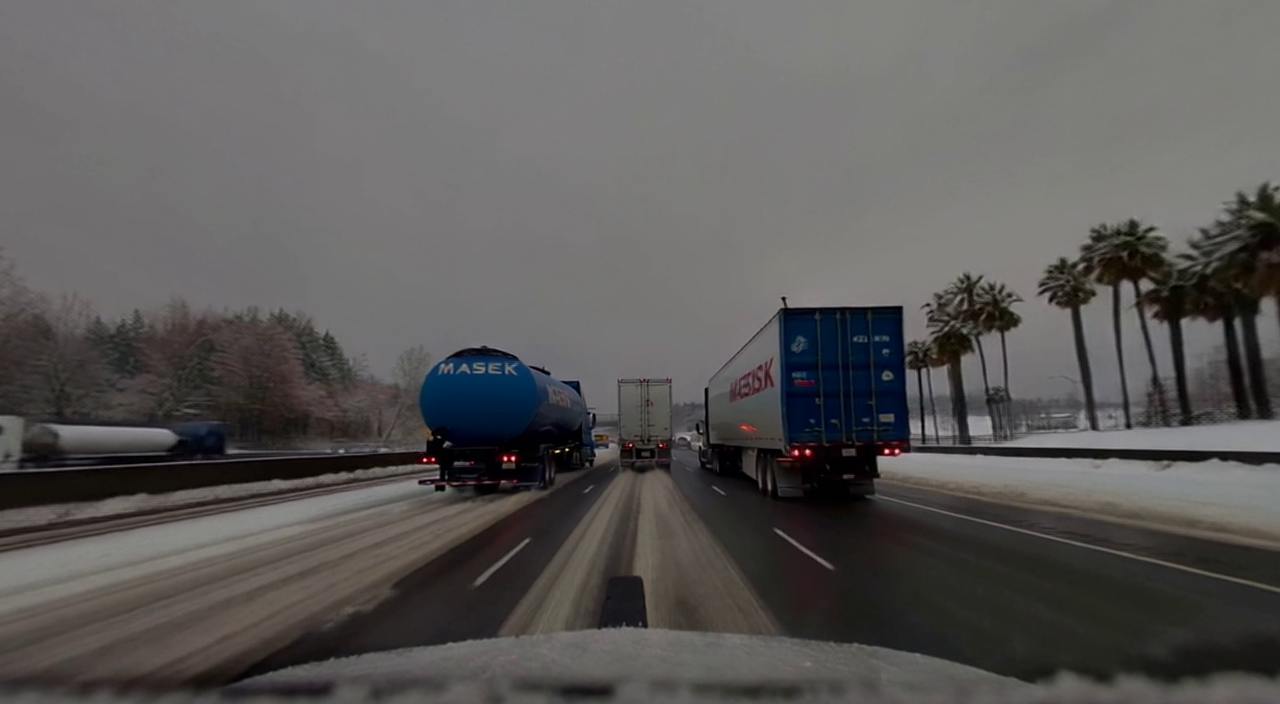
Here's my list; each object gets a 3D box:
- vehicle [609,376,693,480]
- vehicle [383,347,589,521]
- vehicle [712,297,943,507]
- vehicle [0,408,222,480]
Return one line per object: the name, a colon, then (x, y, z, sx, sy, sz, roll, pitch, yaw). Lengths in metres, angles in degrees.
vehicle: (0.519, 4.104, 32.632, 3.097, 3.856, 18.209, 0, -8, 1)
vehicle: (-3.308, 2.298, 17.336, 2.786, 3.228, 11.082, 0, -8, 0)
vehicle: (4.486, 1.984, 19.746, 2.887, 4.178, 14.553, 0, -8, 0)
vehicle: (-34.908, 6.091, 41.941, 3.026, 3.801, 16.315, 0, -8, 0)
